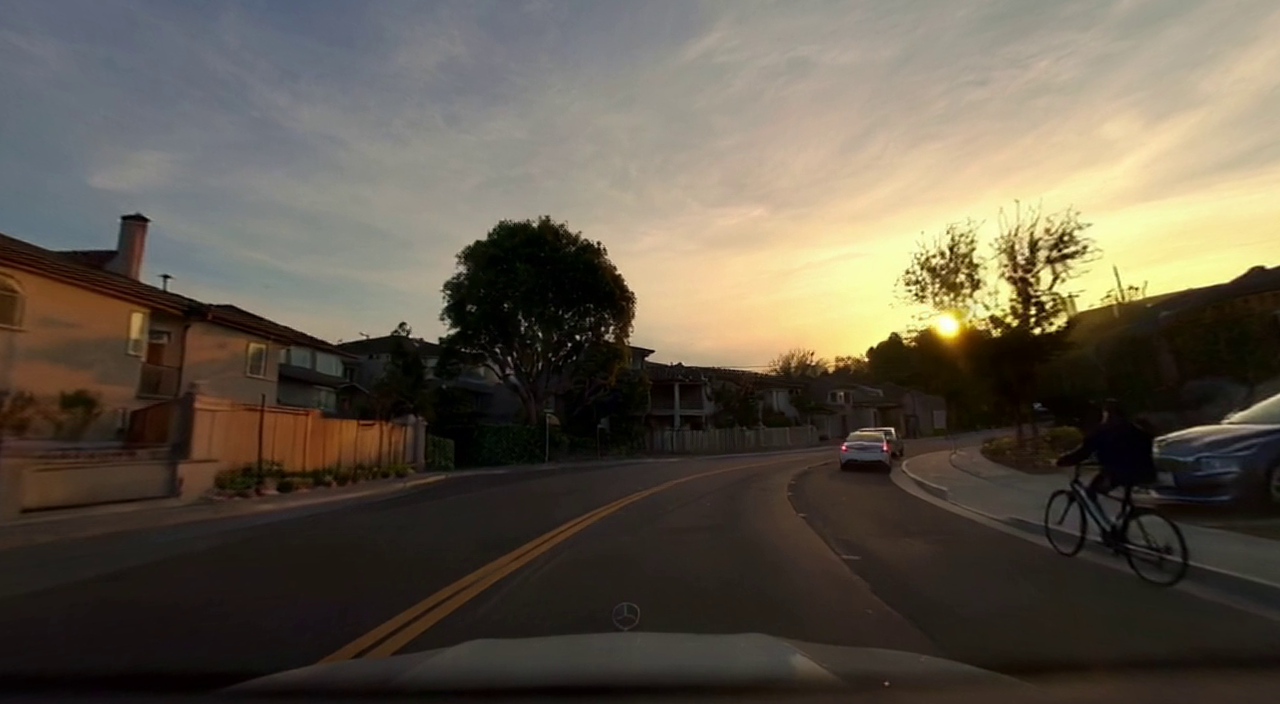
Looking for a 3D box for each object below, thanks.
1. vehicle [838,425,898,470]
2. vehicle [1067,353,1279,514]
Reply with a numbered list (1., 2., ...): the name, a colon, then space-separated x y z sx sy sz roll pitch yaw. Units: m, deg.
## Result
1. vehicle: 9.557 4.002 26.436 2.105 1.705 4.392 -3 -9 20
2. vehicle: 10.339 0.990 9.248 6.099 1.973 2.450 -6 -9 5
